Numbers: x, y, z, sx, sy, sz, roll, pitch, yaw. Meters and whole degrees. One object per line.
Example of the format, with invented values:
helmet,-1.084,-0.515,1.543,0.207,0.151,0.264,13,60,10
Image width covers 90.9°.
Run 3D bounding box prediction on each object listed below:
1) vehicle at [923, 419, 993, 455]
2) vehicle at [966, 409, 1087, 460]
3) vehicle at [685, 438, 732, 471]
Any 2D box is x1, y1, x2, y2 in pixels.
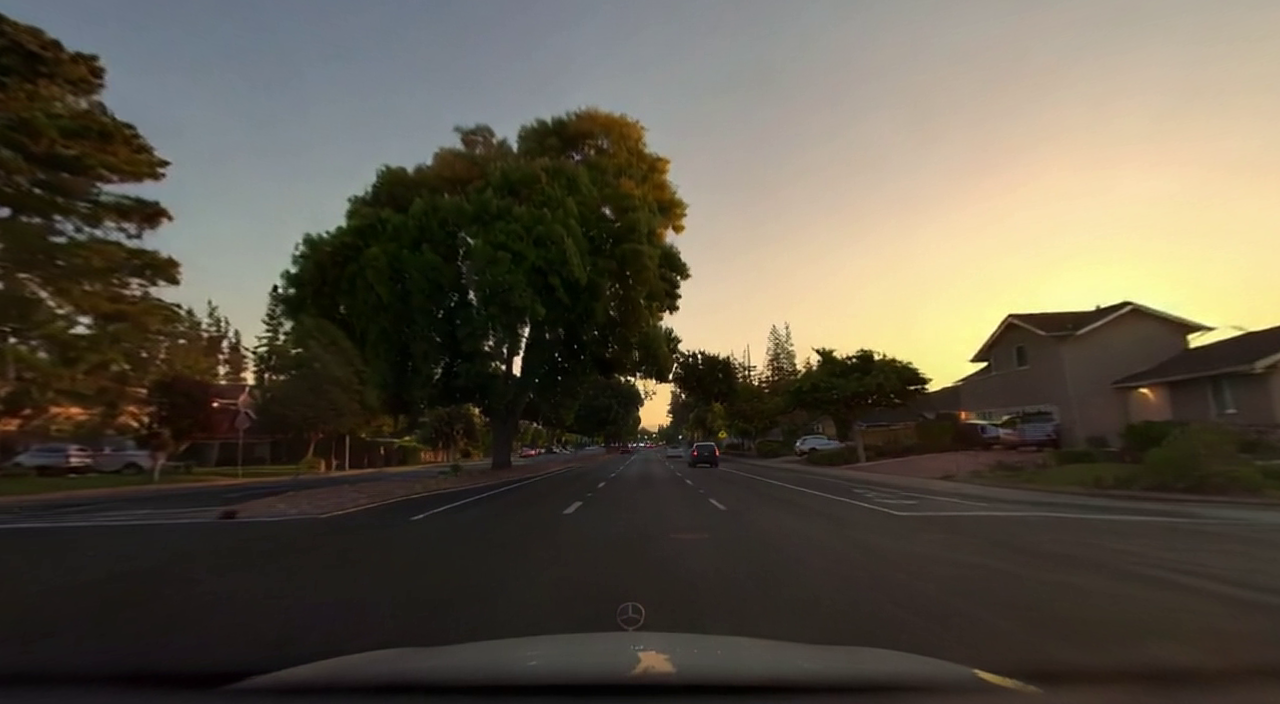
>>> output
vehicle,16.268,4.406,32.460,1.853,1.704,4.060,-2,-9,7
vehicle,15.498,3.388,25.678,2.084,1.868,5.067,-1,-8,5
vehicle,3.866,5.911,36.455,2.114,1.780,4.445,0,-8,-1
